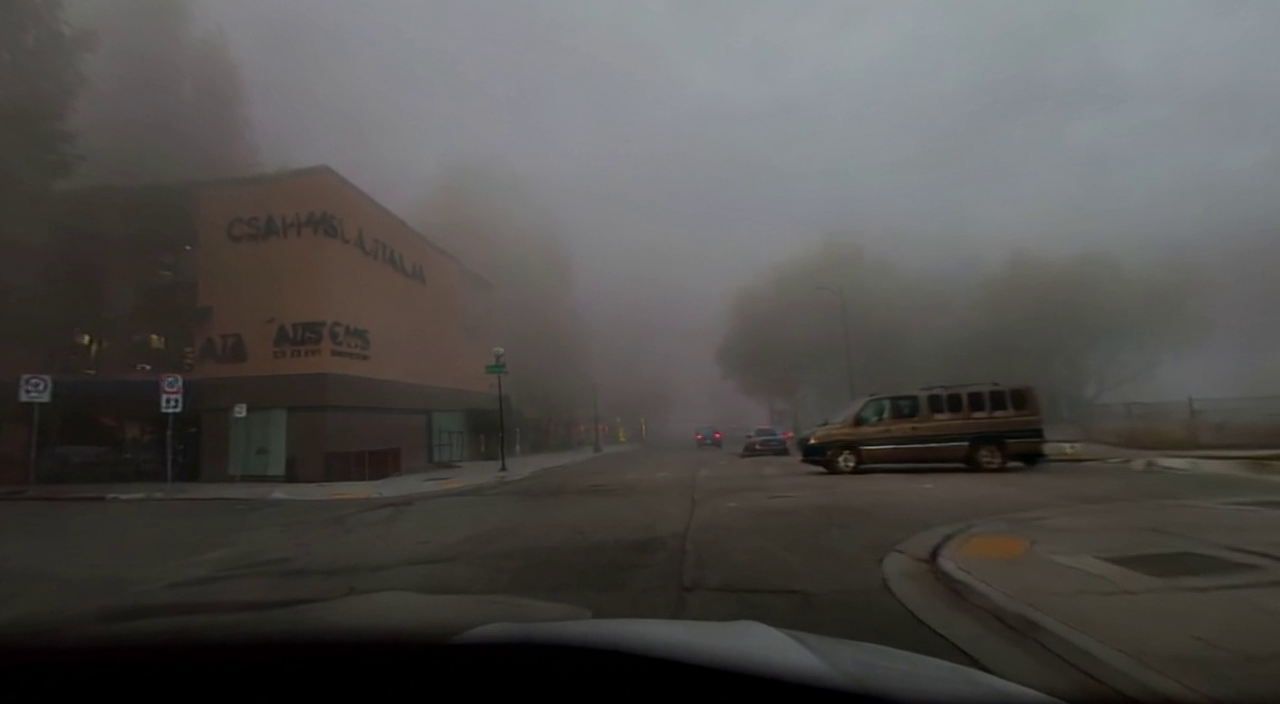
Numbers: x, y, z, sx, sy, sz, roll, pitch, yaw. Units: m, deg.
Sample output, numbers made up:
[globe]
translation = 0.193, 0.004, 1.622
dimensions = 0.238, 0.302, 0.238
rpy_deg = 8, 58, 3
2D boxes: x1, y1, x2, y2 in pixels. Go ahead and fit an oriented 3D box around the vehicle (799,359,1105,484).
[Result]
[vehicle]
translation = 7.320, 1.768, 15.400
dimensions = 6.221, 2.498, 2.239
rpy_deg = -7, -10, 39
